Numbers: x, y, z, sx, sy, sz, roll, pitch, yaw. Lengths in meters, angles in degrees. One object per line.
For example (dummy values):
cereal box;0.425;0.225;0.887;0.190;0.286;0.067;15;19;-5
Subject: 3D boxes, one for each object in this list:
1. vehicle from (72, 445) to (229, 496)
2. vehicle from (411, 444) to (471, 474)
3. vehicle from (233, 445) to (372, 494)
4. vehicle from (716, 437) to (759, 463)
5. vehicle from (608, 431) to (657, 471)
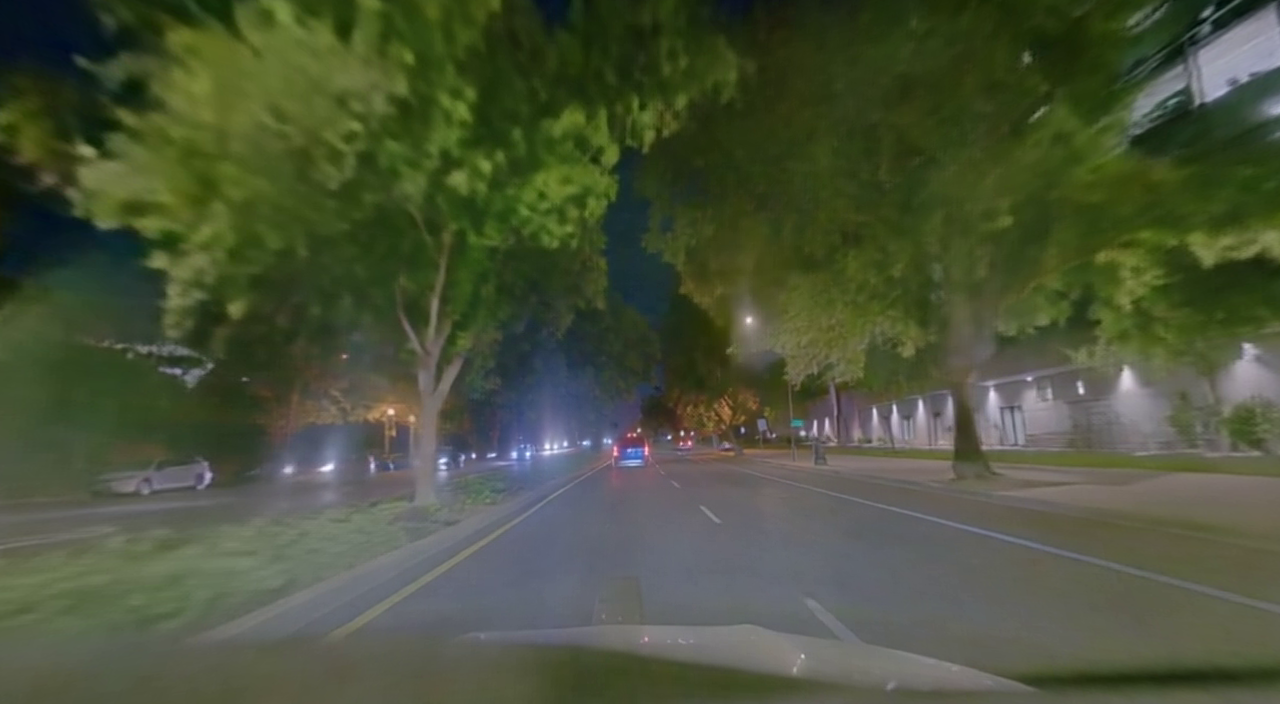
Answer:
vehicle;-18.107;4.371;23.763;1.999;1.682;4.914;0;-8;0
vehicle;-10.342;5.580;33.152;1.950;1.438;4.343;0;-8;-4
vehicle;-11.310;3.939;21.670;2.013;1.460;4.902;0;-8;1
vehicle;7.078;7.176;46.352;2.364;1.781;4.854;0;-8;-1
vehicle;-0.402;5.314;34.092;2.411;1.937;5.186;0;-8;-1
